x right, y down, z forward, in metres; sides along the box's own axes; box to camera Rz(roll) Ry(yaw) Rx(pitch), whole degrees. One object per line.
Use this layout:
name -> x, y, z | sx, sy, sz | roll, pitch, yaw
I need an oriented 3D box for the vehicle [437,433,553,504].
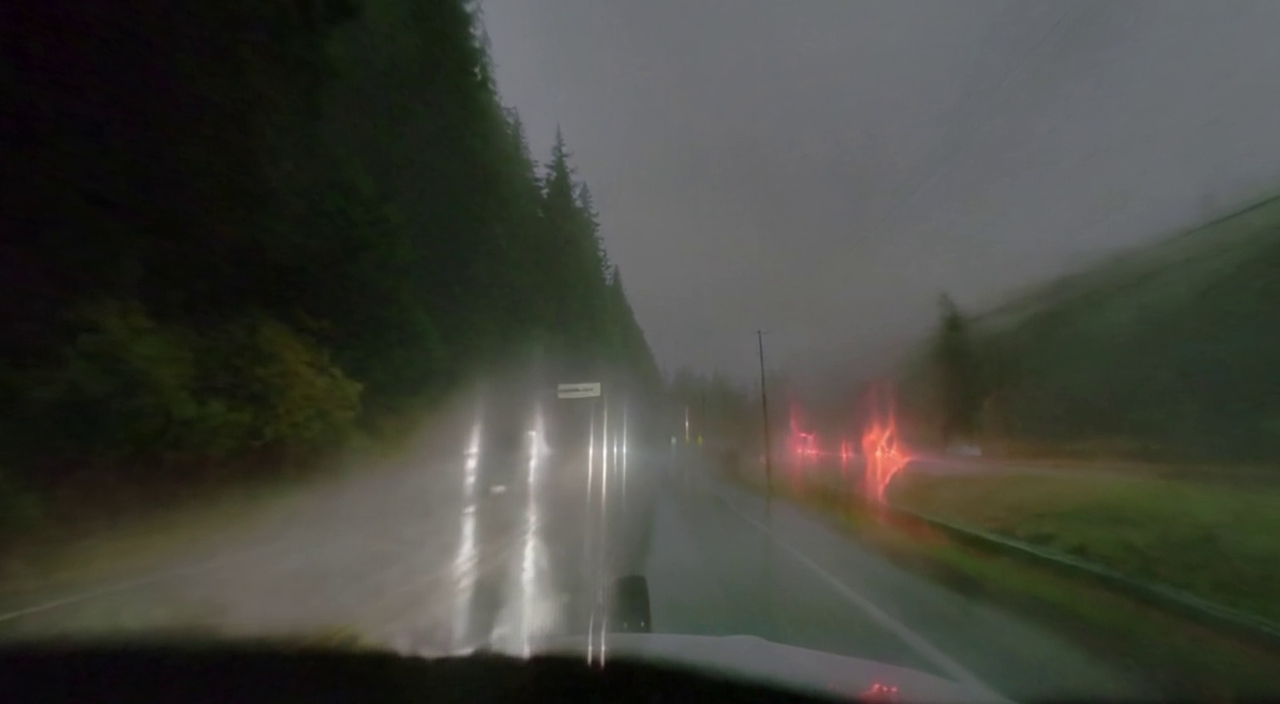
vehicle -> -3.922, 3.239, 18.085 | 2.007, 1.726, 5.097 | 0, -8, 2
